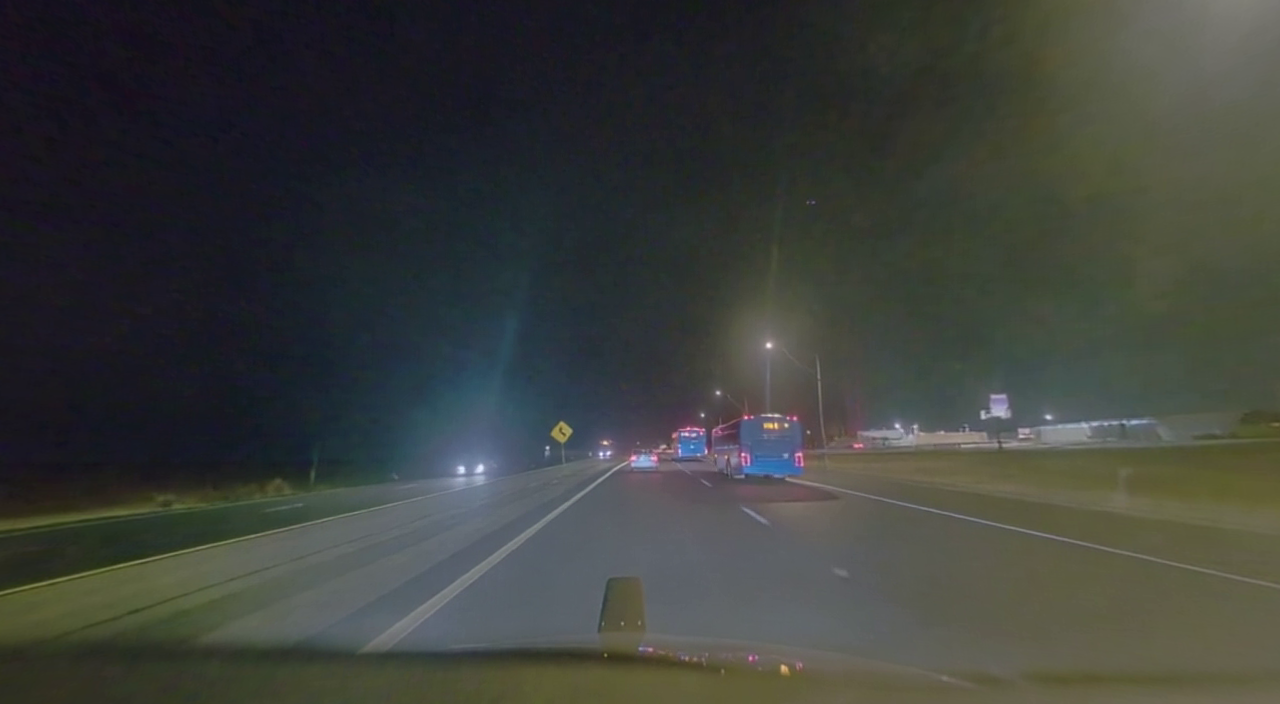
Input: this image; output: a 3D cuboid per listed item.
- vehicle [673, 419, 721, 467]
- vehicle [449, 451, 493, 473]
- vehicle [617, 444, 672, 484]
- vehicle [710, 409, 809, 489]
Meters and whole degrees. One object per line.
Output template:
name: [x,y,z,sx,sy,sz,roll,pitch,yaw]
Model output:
vehicle: [4.295,7.127,49.090,2.883,3.358,7.942,0,-9,-1]
vehicle: [-12.345,8.062,46.372,2.025,1.546,4.069,0,-9,1]
vehicle: [0.166,4.407,25.074,2.004,1.449,3.817,0,-9,0]
vehicle: [4.200,3.606,23.459,2.440,2.555,5.957,0,-9,-1]
